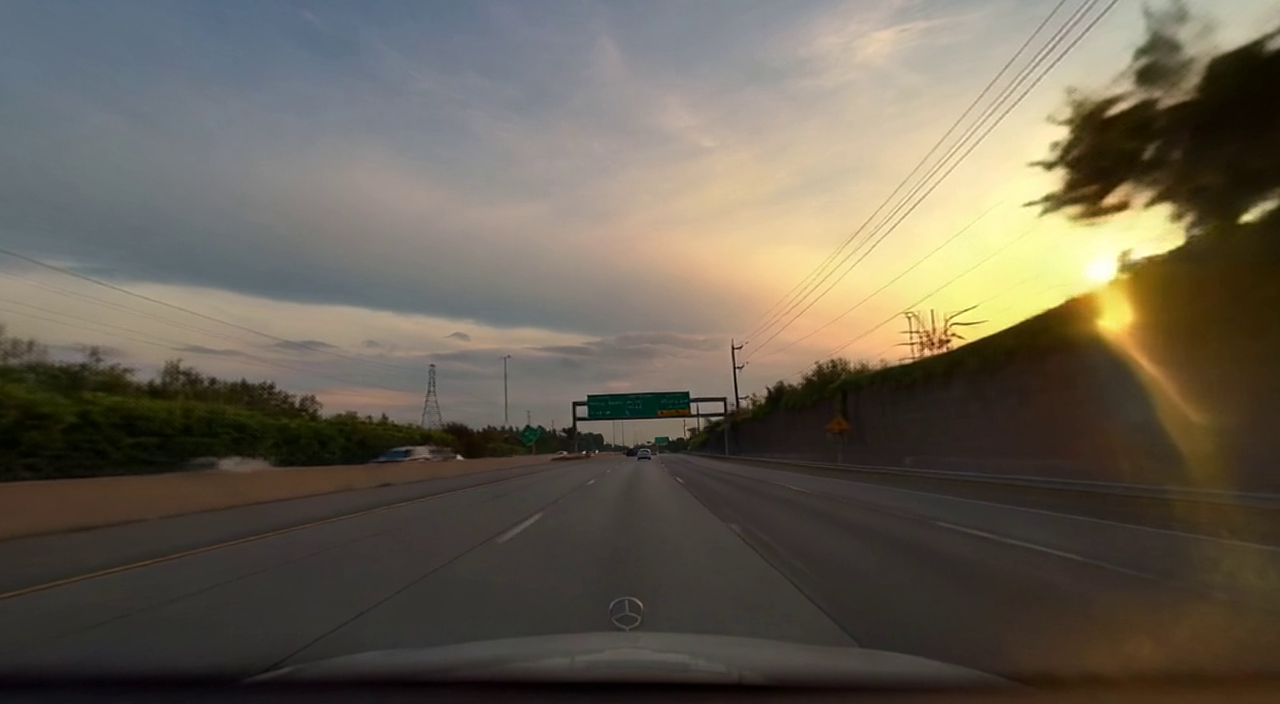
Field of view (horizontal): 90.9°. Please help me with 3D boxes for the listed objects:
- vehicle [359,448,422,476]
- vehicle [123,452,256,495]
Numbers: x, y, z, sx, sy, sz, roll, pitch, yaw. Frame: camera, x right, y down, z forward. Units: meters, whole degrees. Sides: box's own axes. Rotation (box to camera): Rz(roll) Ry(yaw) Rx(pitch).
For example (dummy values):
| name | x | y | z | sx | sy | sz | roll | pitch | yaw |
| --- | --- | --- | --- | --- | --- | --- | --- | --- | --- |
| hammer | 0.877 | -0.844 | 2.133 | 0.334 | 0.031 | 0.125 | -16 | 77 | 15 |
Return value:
| name | x | y | z | sx | sy | sz | roll | pitch | yaw |
| --- | --- | --- | --- | --- | --- | --- | --- | --- | --- |
| vehicle | -16.886 | 7.454 | 42.951 | 2.074 | 1.779 | 5.152 | -1 | -9 | 2 |
| vehicle | -16.860 | 4.545 | 23.887 | 1.886 | 1.454 | 4.241 | 0 | -9 | 0 |
